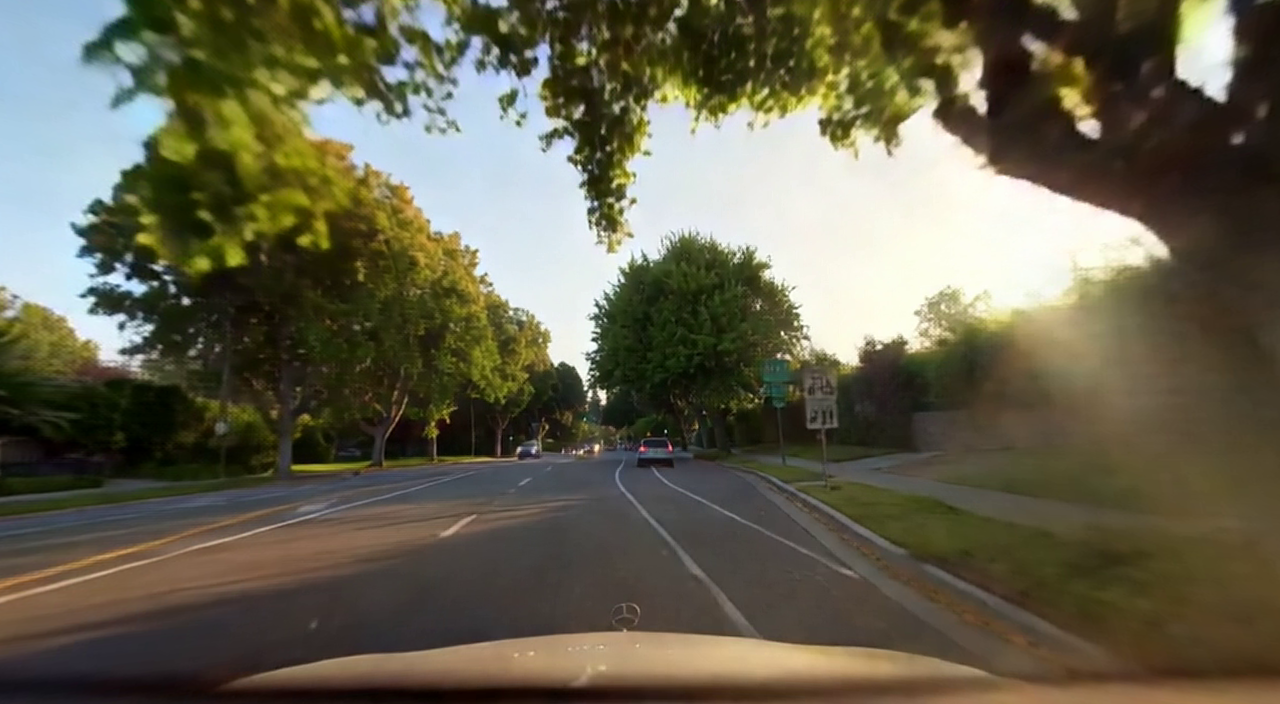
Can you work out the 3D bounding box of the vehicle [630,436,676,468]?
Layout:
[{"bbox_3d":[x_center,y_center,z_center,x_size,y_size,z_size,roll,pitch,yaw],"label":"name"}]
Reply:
[{"bbox_3d":[0.646,4.866,31.132,2.111,1.466,4.223,0,-7,1],"label":"vehicle"}]
